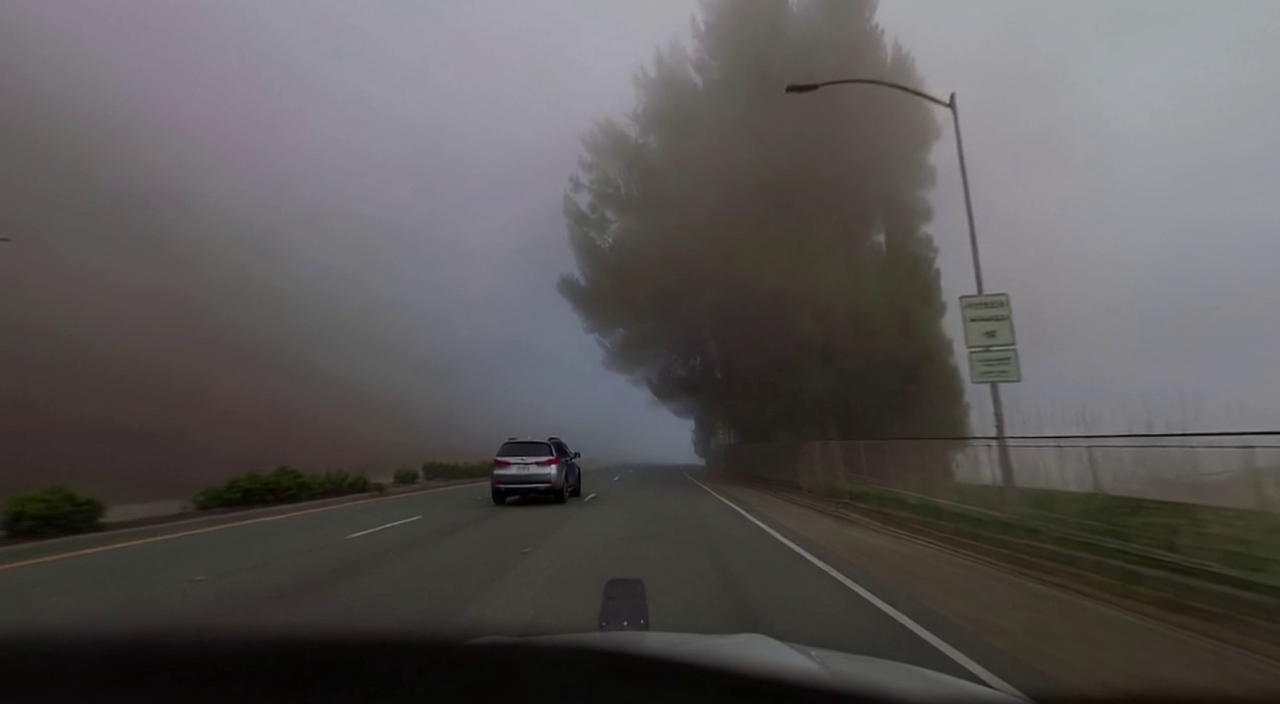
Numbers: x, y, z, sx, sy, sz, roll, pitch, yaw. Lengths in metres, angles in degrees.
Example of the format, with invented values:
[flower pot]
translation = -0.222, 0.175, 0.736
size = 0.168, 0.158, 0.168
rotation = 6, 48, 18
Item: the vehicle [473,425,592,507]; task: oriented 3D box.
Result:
[vehicle]
translation = -2.670, 2.999, 16.991
size = 2.160, 1.855, 4.695
rotation = -1, -9, 3
